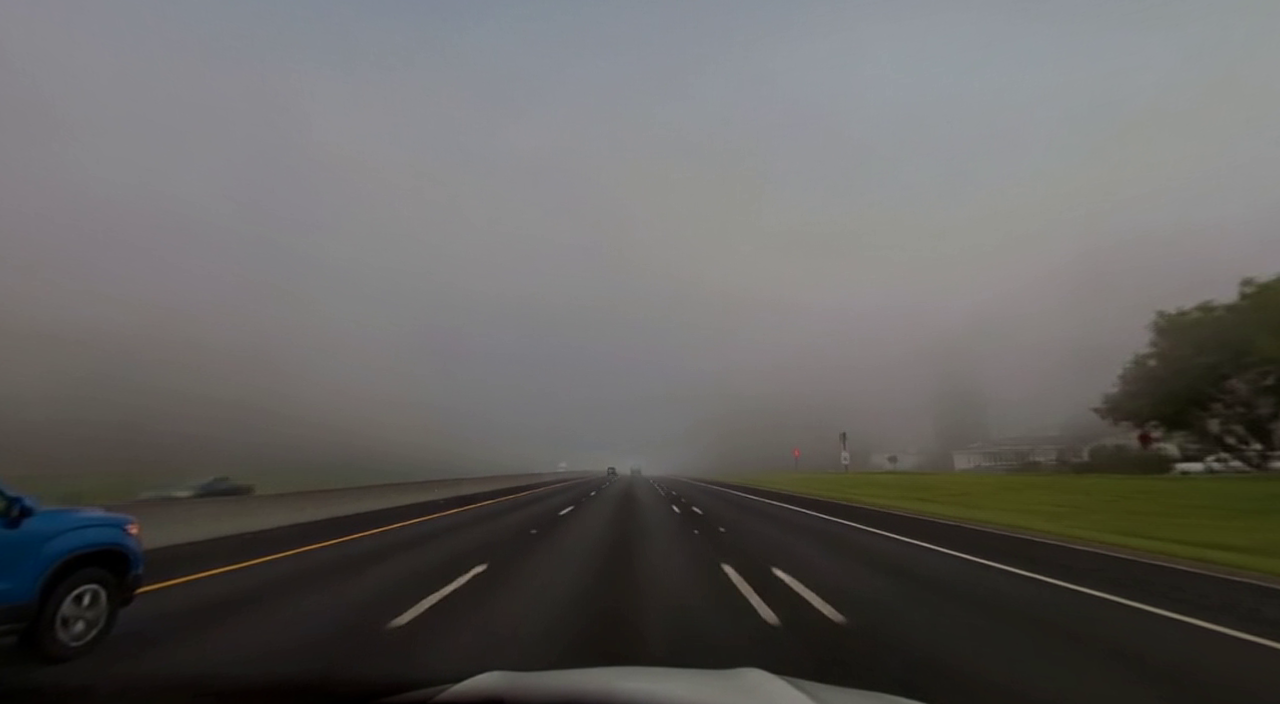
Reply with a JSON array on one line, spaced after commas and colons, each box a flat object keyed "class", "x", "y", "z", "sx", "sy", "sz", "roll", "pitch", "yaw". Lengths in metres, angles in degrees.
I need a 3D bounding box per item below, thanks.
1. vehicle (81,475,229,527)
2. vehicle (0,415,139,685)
[{"class": "vehicle", "x": -16.518, "y": 5.072, "z": 21.777, "sx": 1.847, "sy": 1.527, "sz": 4.084, "roll": 1, "pitch": -10, "yaw": -1}, {"class": "vehicle", "x": -4.622, "y": 0.927, "z": 2.503, "sx": 1.914, "sy": 1.534, "sz": 4.015, "roll": 1, "pitch": -10, "yaw": -1}]
